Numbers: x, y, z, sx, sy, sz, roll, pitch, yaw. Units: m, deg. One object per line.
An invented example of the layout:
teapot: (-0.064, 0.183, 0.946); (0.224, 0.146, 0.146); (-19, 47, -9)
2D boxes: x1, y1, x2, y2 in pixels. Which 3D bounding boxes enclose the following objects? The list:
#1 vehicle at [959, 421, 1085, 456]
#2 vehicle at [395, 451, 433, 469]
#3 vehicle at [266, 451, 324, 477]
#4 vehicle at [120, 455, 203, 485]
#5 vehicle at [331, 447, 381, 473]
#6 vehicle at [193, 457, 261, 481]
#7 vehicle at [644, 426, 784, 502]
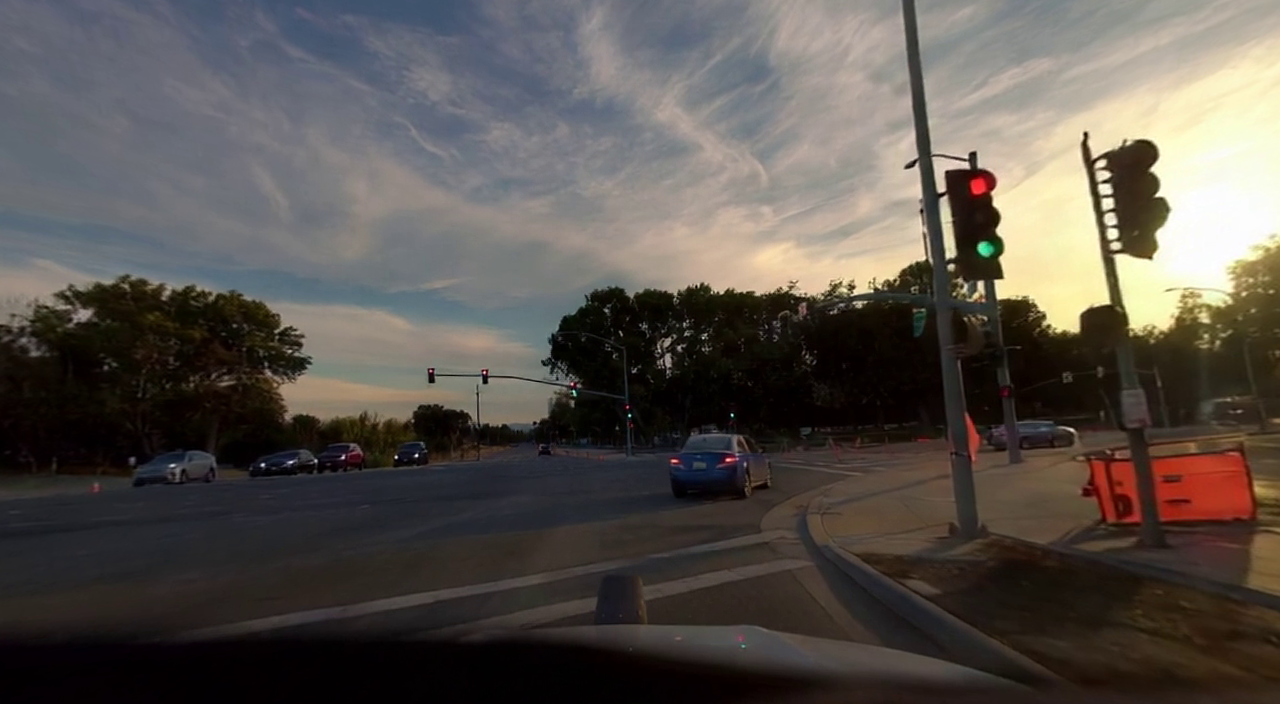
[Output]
vehicle: (17.346, 3.959, 28.887); (4.467, 1.477, 1.873); (-2, -8, 8)
vehicle: (-17.831, 8.516, 49.997); (1.870, 1.344, 4.321); (1, -9, -6)
vehicle: (-24.457, 7.909, 44.923); (2.081, 1.670, 4.376); (1, -9, -8)
vehicle: (-30.763, 7.589, 40.845); (2.142, 1.723, 4.692); (1, -9, -8)
vehicle: (-21.193, 8.048, 47.301); (2.101, 1.759, 4.619); (1, -9, -8)
vehicle: (-27.919, 7.873, 42.890); (2.024, 1.448, 4.478); (1, -9, -7)
vehicle: (1.916, 2.595, 15.002); (2.183, 1.506, 4.286); (-4, -9, 22)
